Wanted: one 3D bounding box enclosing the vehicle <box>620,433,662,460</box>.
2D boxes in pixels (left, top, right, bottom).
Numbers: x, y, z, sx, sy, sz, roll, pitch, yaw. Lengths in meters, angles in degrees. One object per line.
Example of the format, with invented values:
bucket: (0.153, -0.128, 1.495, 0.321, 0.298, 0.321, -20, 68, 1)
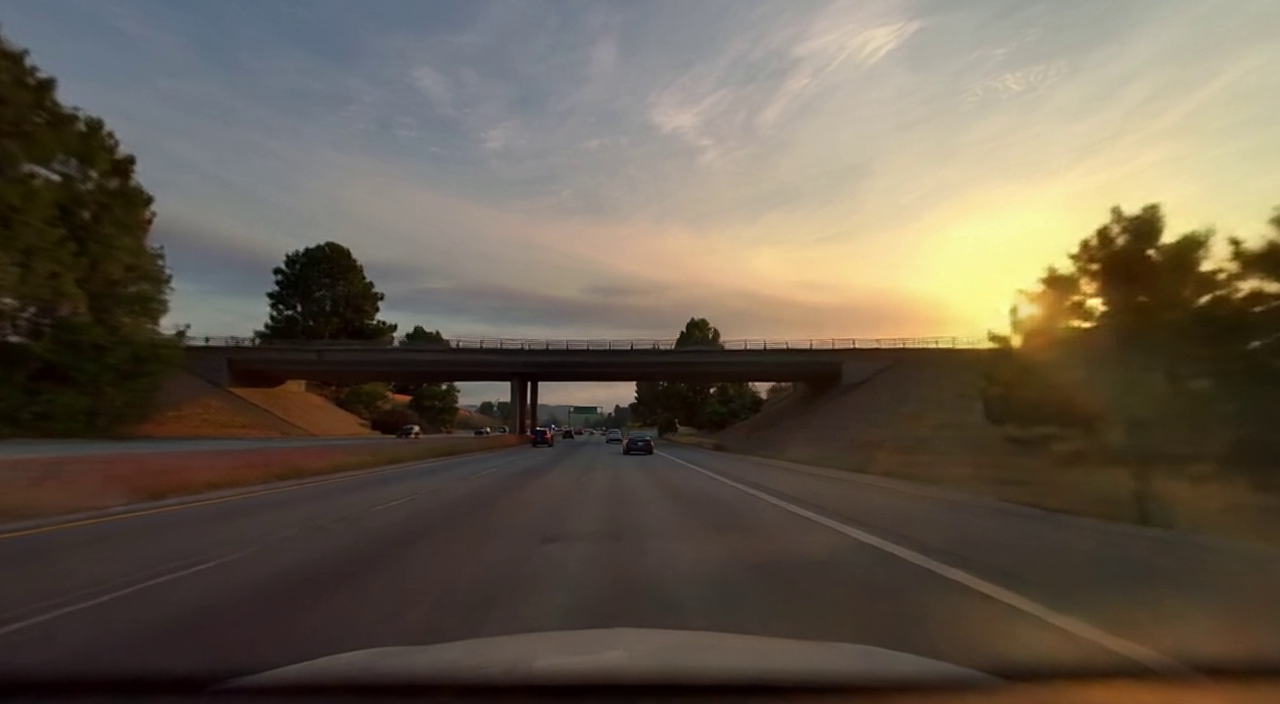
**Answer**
vehicle: (-0.011, 5.025, 33.488, 1.999, 1.329, 3.913, 1, -8, -3)
